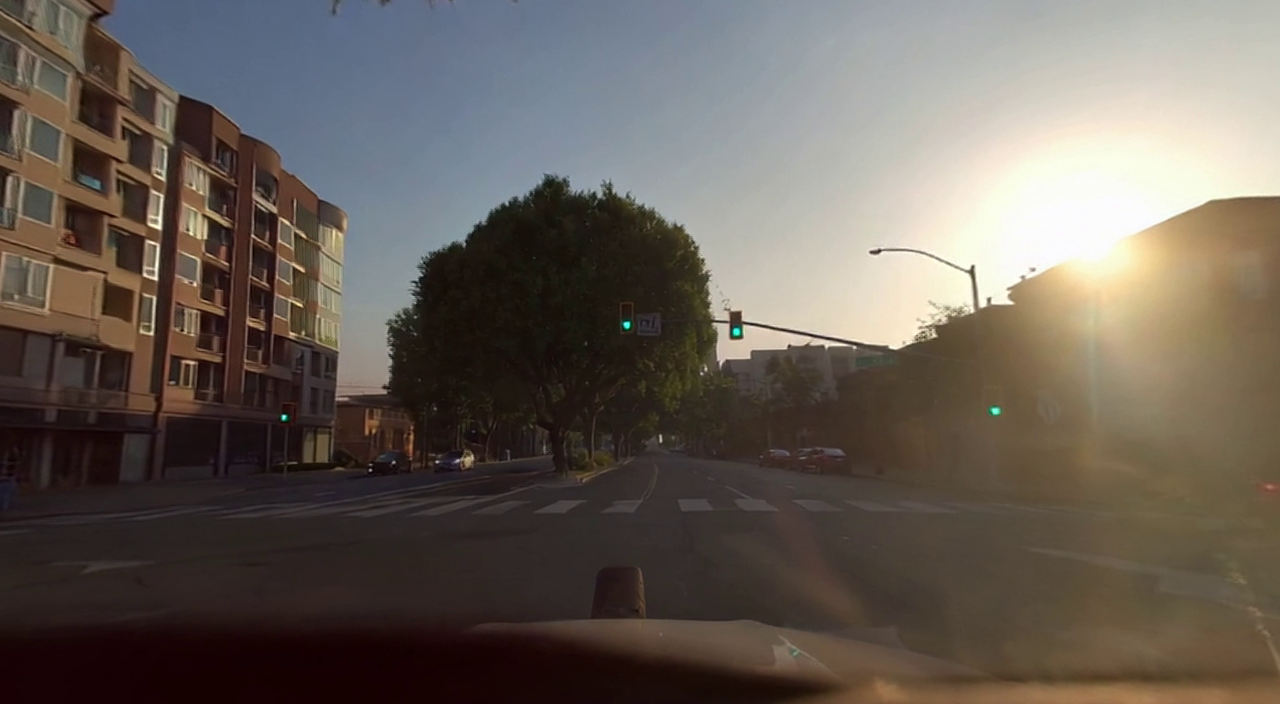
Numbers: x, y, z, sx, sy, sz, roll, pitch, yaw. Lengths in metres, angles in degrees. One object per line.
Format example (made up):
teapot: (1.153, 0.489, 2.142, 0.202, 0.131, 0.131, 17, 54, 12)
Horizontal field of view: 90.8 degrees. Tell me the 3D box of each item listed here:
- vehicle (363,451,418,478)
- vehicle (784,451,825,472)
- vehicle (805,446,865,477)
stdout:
vehicle: (-17.052, 7.706, 43.442, 2.075, 1.708, 4.335, 0, -8, -2)
vehicle: (12.298, 8.213, 47.393, 1.802, 1.444, 4.318, 0, -8, -2)
vehicle: (12.526, 7.030, 40.872, 2.181, 1.876, 4.723, 1, -8, -2)
